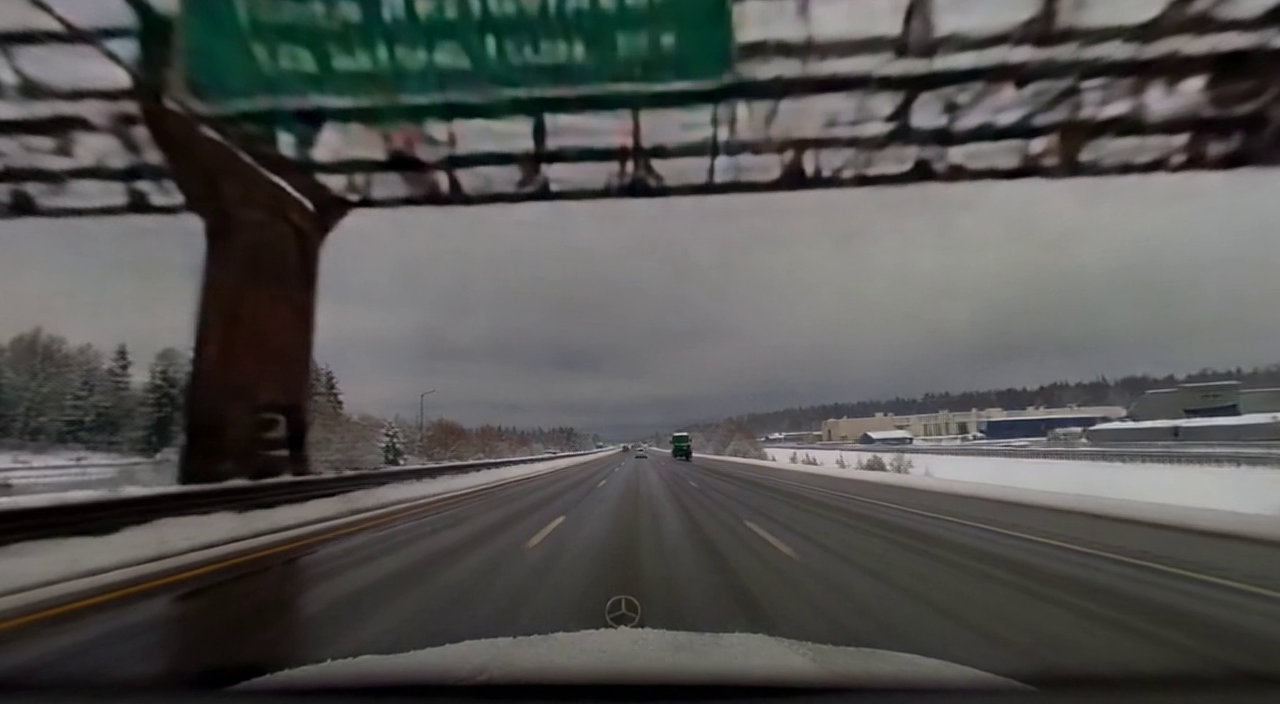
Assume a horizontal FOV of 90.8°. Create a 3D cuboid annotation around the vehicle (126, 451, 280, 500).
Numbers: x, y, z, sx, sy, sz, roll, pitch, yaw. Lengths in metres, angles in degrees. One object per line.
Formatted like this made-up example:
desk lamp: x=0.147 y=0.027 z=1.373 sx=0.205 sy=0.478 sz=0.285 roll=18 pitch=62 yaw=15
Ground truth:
vehicle: x=-15.125 y=4.272 z=22.279 sx=1.955 sy=1.497 sz=4.830 roll=0 pitch=-9 yaw=0
